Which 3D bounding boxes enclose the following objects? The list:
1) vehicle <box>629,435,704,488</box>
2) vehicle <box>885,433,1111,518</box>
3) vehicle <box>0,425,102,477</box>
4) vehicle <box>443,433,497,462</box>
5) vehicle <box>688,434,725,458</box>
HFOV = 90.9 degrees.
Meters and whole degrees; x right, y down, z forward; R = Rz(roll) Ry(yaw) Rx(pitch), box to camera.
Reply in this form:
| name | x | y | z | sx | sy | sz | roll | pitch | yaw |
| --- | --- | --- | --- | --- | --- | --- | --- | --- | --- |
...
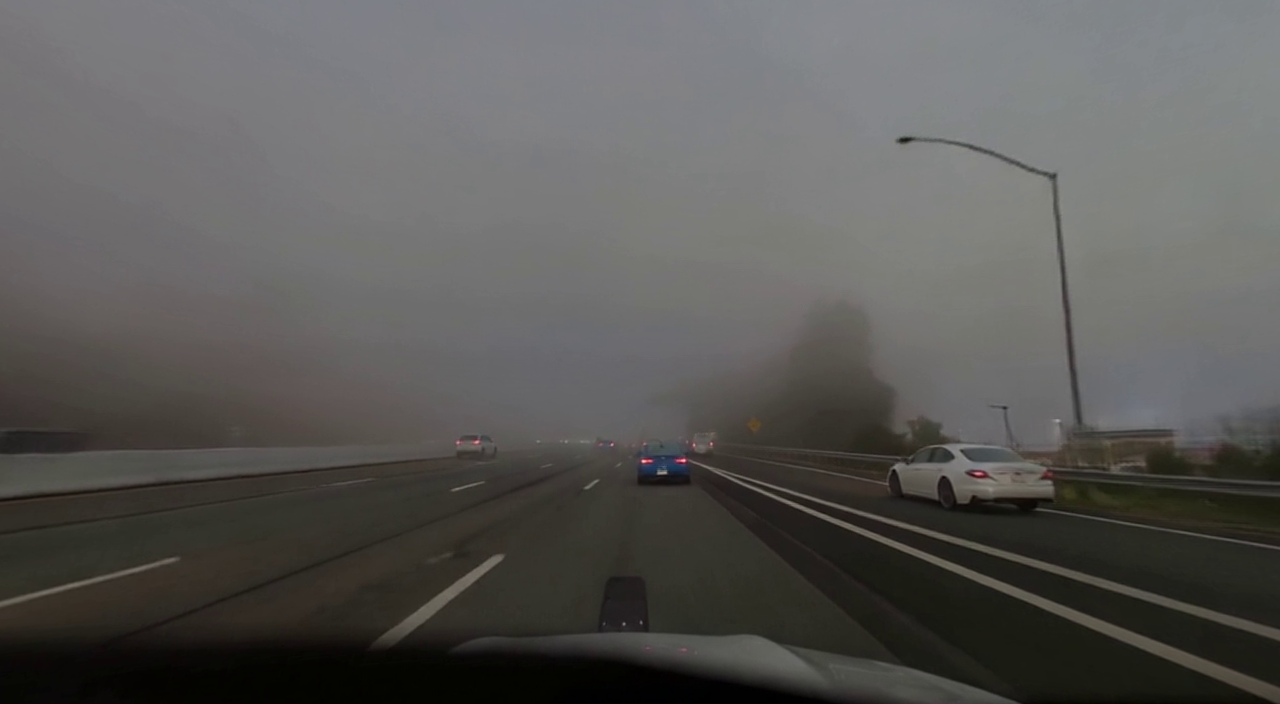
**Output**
| name | x | y | z | sx | sy | sz | roll | pitch | yaw |
| --- | --- | --- | --- | --- | --- | --- | --- | --- | --- |
| vehicle | 0.742 | 3.404 | 19.842 | 2.113 | 1.464 | 4.073 | 0 | -8 | 0 |
| vehicle | 7.081 | 2.472 | 13.172 | 2.030 | 1.442 | 4.358 | 0 | -8 | -2 |
| vehicle | -21.362 | 3.365 | 21.555 | 1.901 | 1.635 | 4.548 | 0 | -8 | 0 |
| vehicle | -10.331 | 5.847 | 38.633 | 1.950 | 1.664 | 4.403 | 0 | -8 | 1 |
| vehicle | 5.003 | 7.170 | 48.096 | 2.261 | 1.781 | 4.709 | 0 | -8 | -1 |
